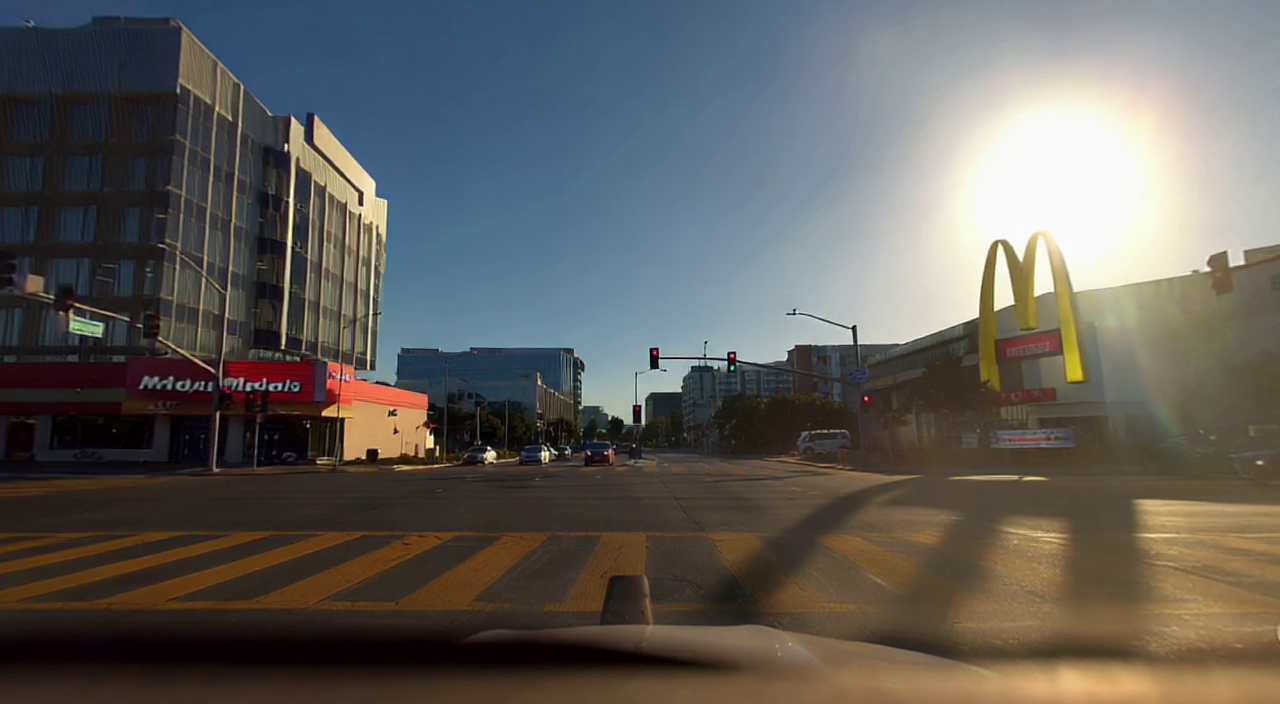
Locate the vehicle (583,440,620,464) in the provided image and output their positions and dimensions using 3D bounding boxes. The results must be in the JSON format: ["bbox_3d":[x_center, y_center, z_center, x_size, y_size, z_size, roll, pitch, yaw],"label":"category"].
[{"bbox_3d":[-2.511,6.635,41.933,2.104,1.468,4.195,0,-8,1],"label":"vehicle"}]
